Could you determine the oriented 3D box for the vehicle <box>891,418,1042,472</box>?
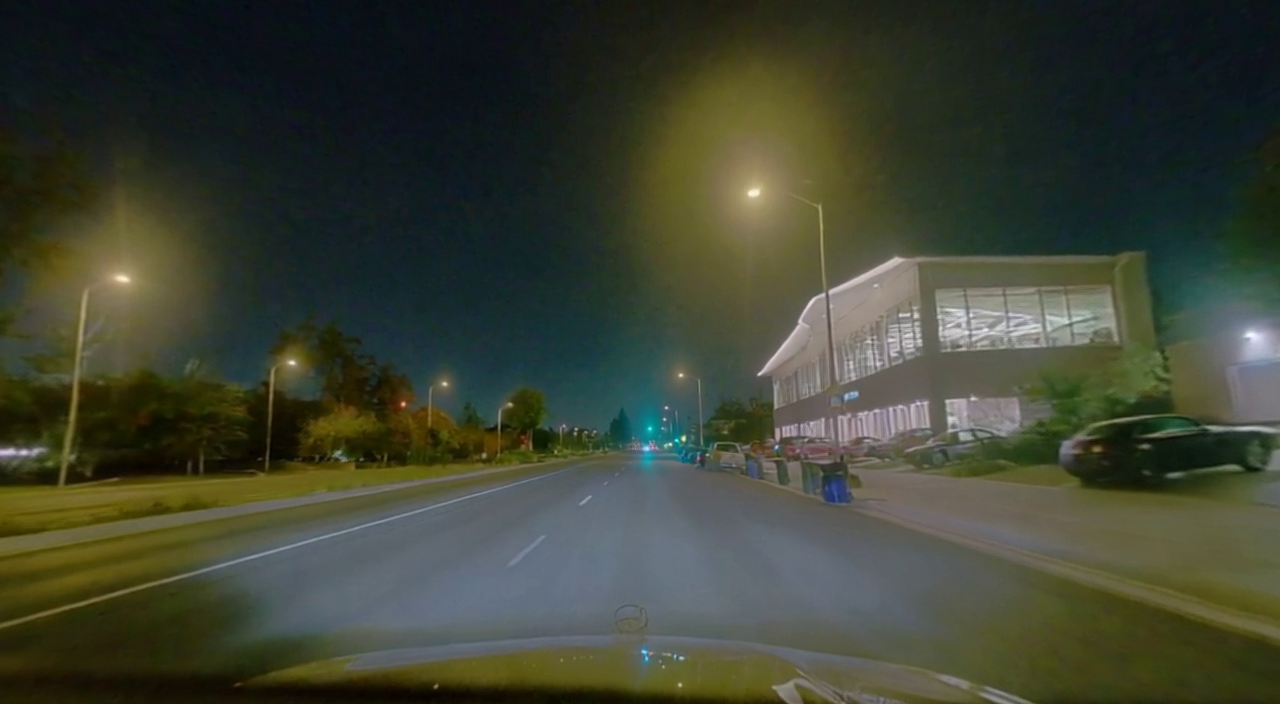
[{"bbox_3d":[11.936,3.476,23.269,4.418,1.532,1.889,-4,-11,-3],"label":"vehicle"}]

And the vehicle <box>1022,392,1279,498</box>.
[{"bbox_3d":[11.400,1.985,13.684,4.865,1.674,1.963,-5,-9,-5],"label":"vehicle"}]

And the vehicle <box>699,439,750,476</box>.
[{"bbox_3d":[4.481,5.693,34.252,2.078,1.771,5.174,1,-8,0],"label":"vehicle"}]
